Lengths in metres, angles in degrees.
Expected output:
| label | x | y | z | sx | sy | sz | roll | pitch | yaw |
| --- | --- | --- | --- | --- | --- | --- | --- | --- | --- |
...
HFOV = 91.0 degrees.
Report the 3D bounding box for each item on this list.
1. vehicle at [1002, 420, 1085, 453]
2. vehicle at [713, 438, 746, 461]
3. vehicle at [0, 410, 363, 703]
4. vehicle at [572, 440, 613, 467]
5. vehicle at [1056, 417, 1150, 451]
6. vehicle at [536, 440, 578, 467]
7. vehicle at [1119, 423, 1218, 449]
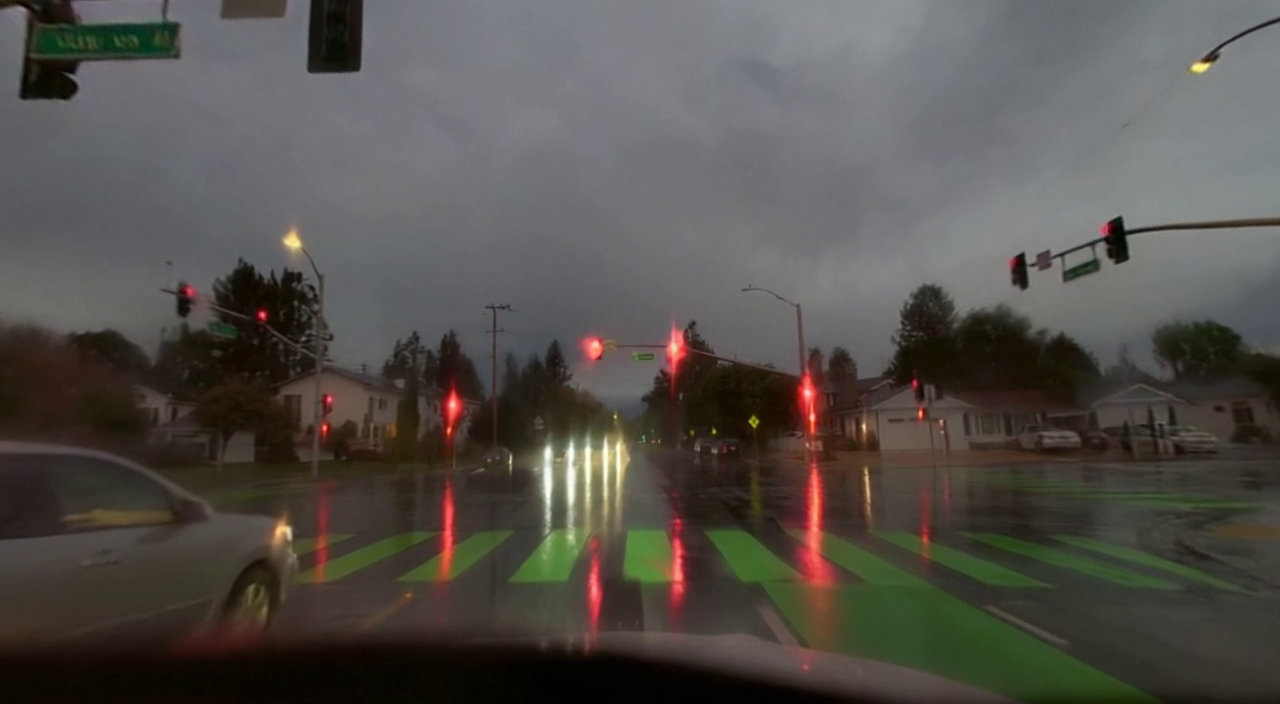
| label | x | y | z | sx | sy | sz | roll | pitch | yaw |
| --- | --- | --- | --- | --- | --- | --- | --- | --- | --- |
| vehicle | 23.341 | 4.946 | 36.636 | 1.964 | 1.759 | 4.583 | -1 | -8 | 3 |
| vehicle | 6.382 | 7.036 | 45.354 | 1.891 | 1.584 | 3.802 | 0 | -8 | 1 |
| vehicle | -3.392 | 1.066 | 2.997 | 1.904 | 1.489 | 4.746 | 0 | -8 | 1 |
| vehicle | -2.787 | 6.046 | 37.552 | 1.982 | 1.472 | 4.103 | -1 | -8 | 2 |
| vehicle | 26.518 | 4.776 | 36.277 | 2.033 | 1.821 | 4.542 | 0 | -8 | 2 |
| vehicle | -5.461 | 6.787 | 42.110 | 1.982 | 1.686 | 4.195 | -1 | -8 | 4 |
| vehicle | 30.317 | 4.886 | 36.341 | 1.837 | 1.396 | 4.695 | -1 | -8 | 3 |
